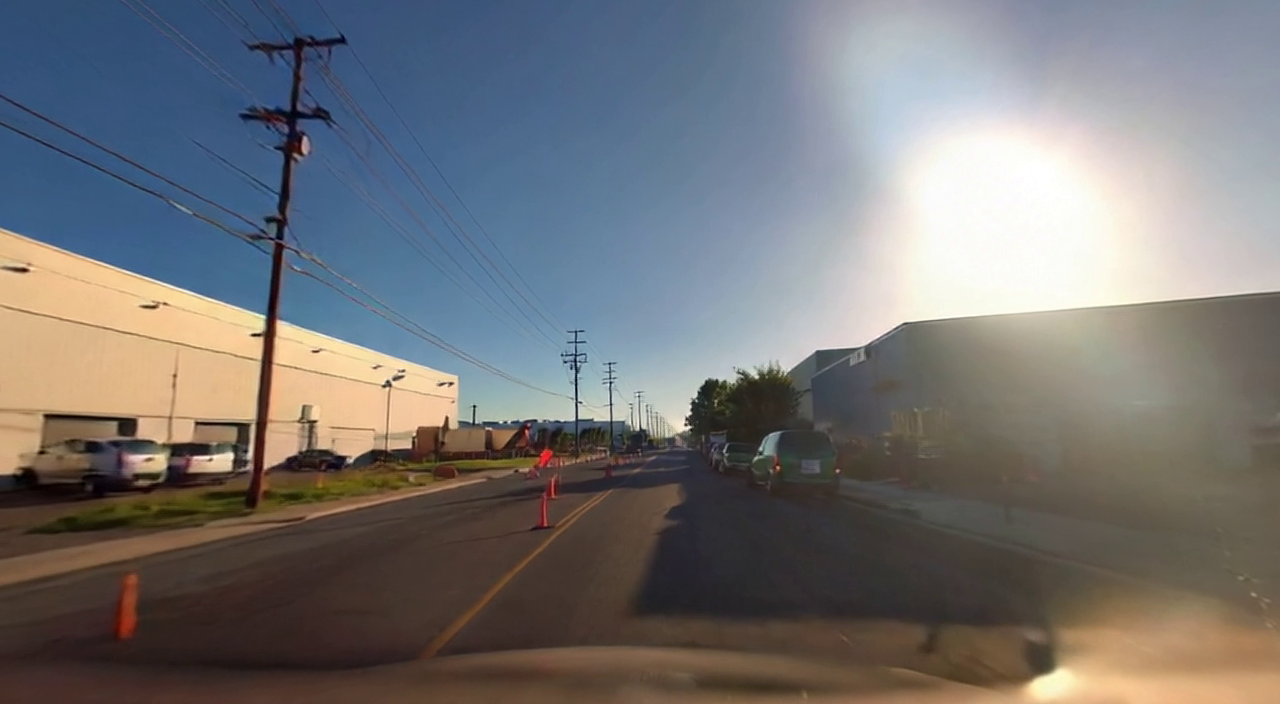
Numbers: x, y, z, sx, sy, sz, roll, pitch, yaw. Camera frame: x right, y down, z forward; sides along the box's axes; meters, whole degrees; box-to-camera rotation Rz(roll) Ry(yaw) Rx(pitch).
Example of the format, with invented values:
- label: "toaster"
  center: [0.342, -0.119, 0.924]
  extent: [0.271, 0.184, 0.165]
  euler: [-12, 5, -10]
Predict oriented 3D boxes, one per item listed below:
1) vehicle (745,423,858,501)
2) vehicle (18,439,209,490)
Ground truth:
- label: "vehicle"
  center: [4.584, 3.217, 18.862]
  extent: [2.010, 1.985, 5.124]
  euler: [0, -9, 0]
- label: "vehicle"
  center: [-18.818, 4.043, 23.025]
  extent: [2.102, 1.628, 5.130]
  euler: [-2, -9, 9]
